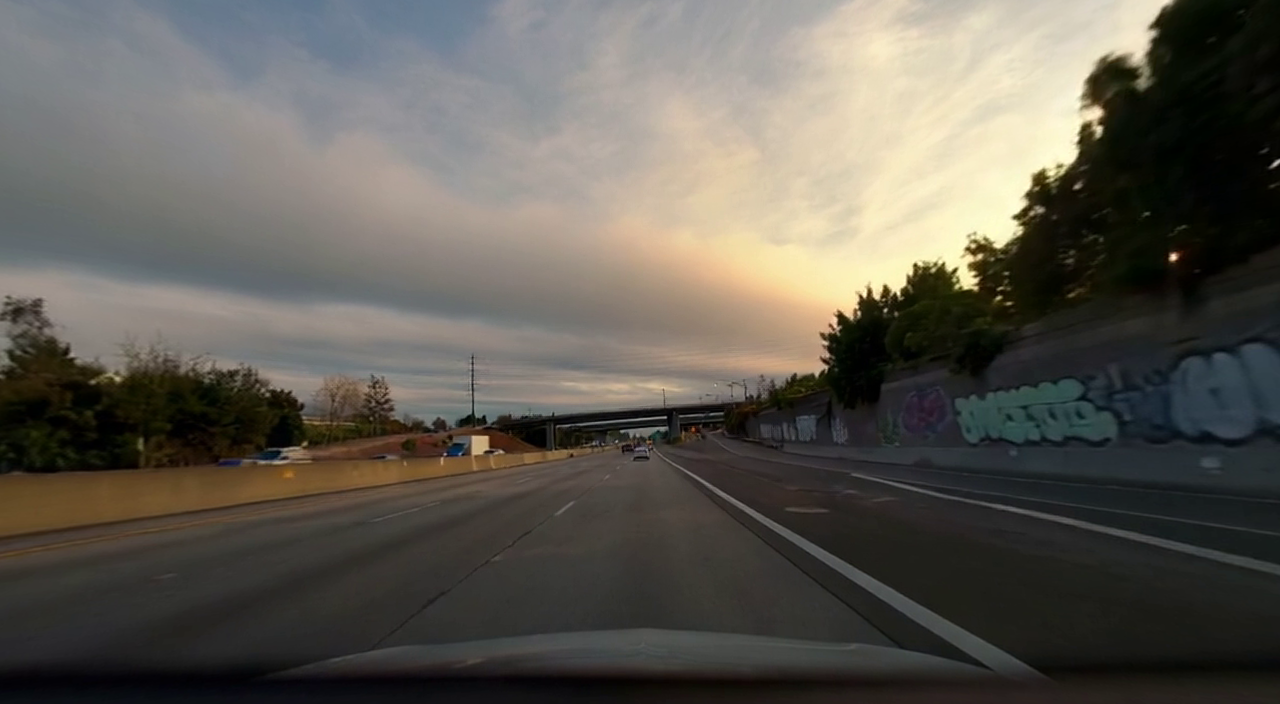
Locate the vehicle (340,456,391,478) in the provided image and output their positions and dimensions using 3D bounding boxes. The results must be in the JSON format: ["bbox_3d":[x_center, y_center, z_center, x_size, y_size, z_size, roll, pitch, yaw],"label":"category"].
[{"bbox_3d":[-20.420,8.553,47.048,1.770,1.473,4.573,-1,-9,0],"label":"vehicle"}]

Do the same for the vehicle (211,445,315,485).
[{"bbox_3d":[-24.331,7.312,41.143,2.557,2.321,6.654,-1,-9,1],"label":"vehicle"}]
